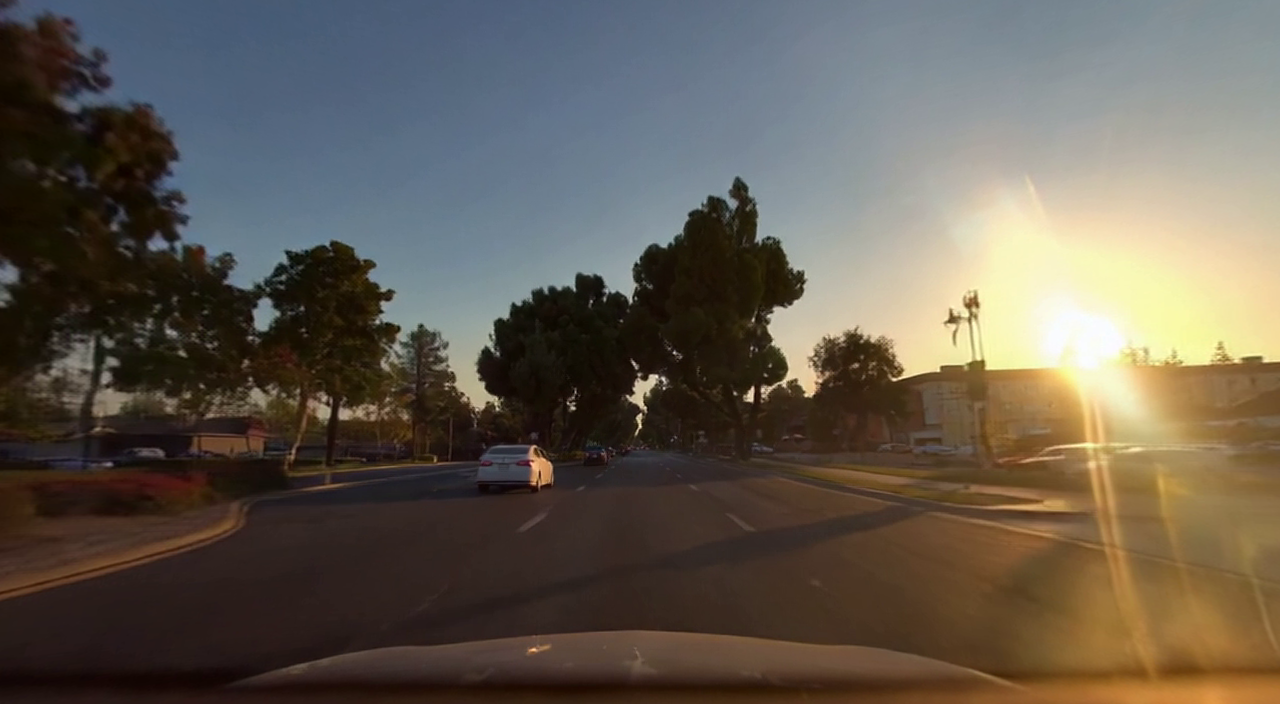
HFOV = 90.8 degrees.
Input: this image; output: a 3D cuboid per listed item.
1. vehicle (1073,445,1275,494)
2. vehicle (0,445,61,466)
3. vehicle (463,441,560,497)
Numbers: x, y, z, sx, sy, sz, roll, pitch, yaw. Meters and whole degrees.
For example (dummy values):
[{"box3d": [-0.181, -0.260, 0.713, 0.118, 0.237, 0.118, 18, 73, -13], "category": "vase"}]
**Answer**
[{"box3d": [16.215, 3.566, 19.381, 4.341, 1.412, 2.035, 0, -9, -1], "category": "vehicle"}, {"box3d": [-46.145, 7.694, 46.727, 4.508, 1.446, 2.058, -1, -9, -1], "category": "vehicle"}, {"box3d": [-3.702, 3.446, 19.047, 2.003, 1.454, 4.484, 0, -9, 0], "category": "vehicle"}]
